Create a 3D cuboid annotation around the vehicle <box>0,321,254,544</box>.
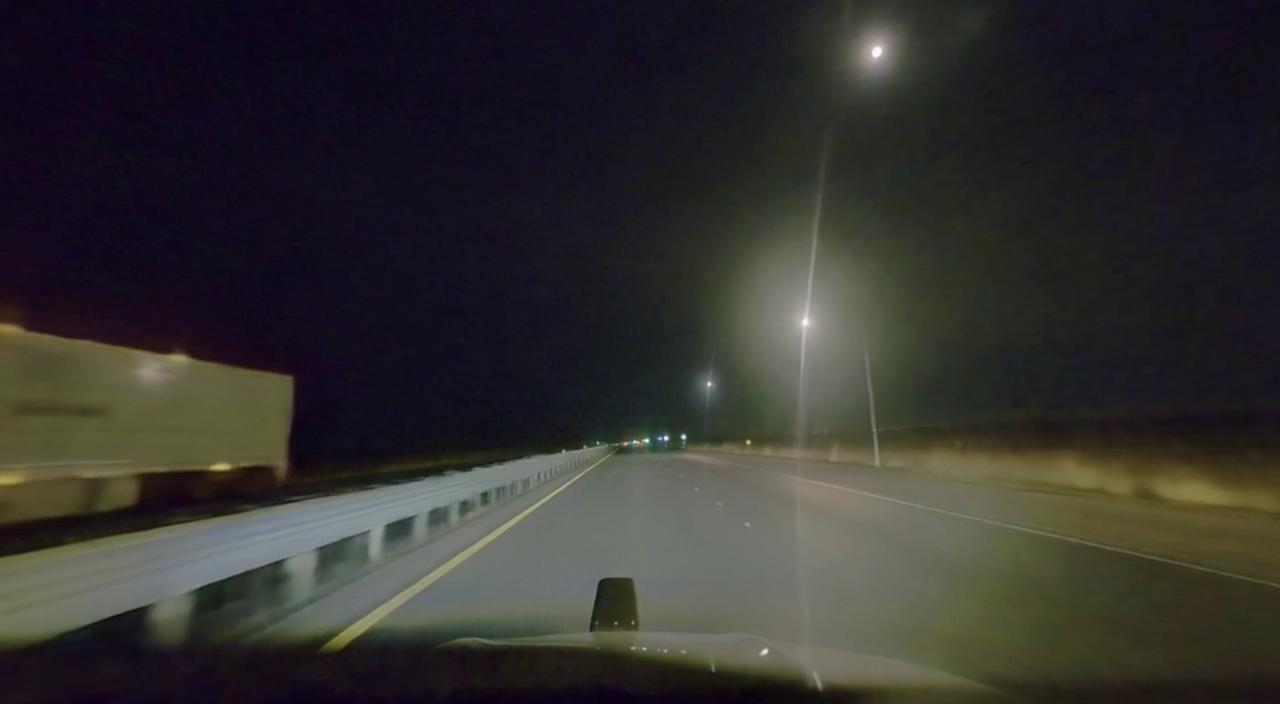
[{"bbox_3d":[-13.352,1.582,12.134,3.177,4.058,14.074,0,-8,-1],"label":"vehicle"}]
